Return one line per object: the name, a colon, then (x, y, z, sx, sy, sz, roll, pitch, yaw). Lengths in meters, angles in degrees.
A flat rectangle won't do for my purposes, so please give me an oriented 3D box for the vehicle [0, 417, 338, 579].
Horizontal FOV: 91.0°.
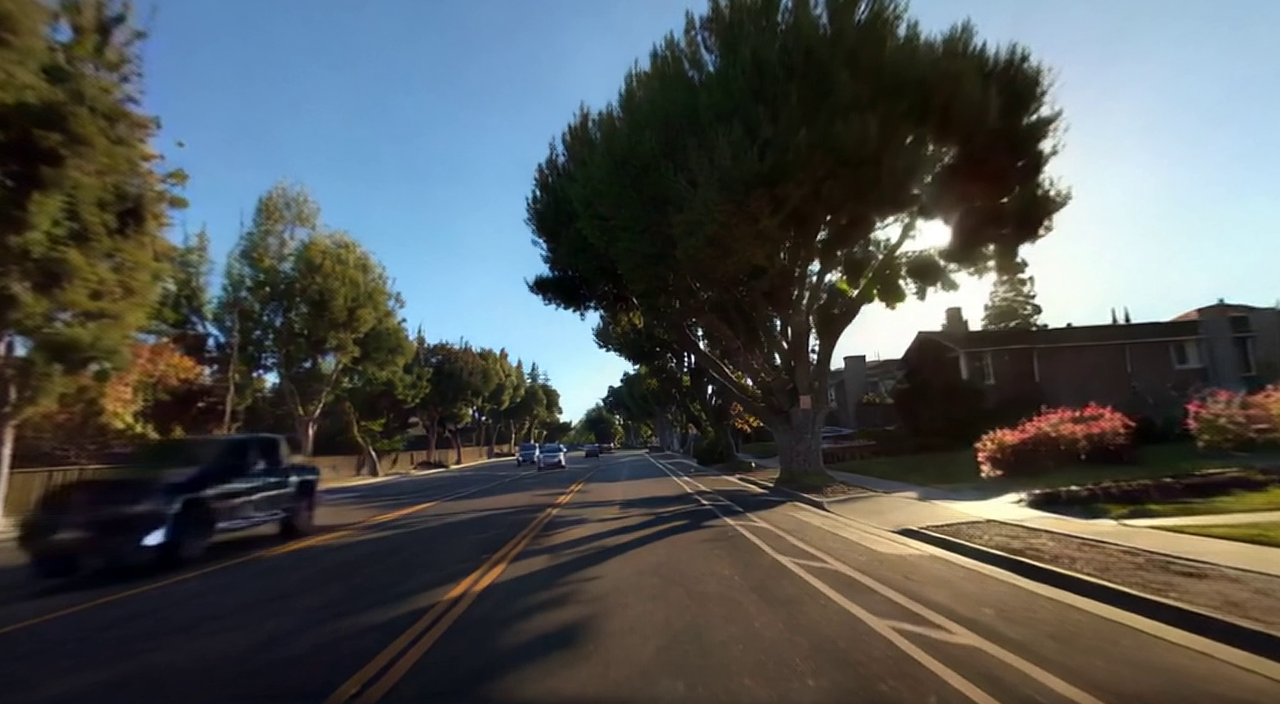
vehicle: (-6.967, 2.112, 10.035, 2.063, 1.859, 4.812, -2, -8, -2)
